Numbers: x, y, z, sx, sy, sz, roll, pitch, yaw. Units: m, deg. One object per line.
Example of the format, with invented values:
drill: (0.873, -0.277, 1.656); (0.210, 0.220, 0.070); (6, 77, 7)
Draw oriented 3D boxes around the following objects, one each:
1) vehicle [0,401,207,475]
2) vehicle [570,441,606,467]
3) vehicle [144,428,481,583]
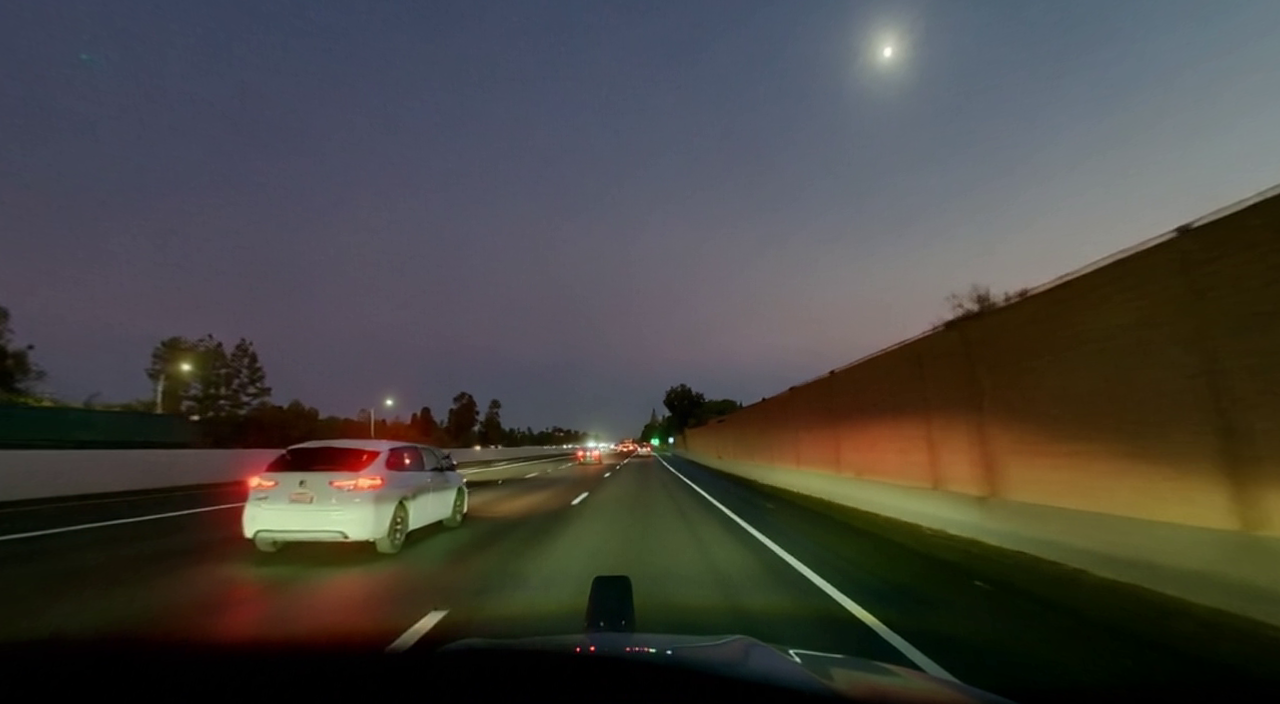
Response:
vehicle: (-28.463, 4.505, 32.363); (2.810, 3.115, 13.379); (0, -9, 0)
vehicle: (-3.570, 7.111, 43.914); (2.036, 1.636, 4.511); (0, -9, 1)
vehicle: (-3.814, 1.858, 8.581); (1.945, 1.484, 4.803); (0, -9, 1)
